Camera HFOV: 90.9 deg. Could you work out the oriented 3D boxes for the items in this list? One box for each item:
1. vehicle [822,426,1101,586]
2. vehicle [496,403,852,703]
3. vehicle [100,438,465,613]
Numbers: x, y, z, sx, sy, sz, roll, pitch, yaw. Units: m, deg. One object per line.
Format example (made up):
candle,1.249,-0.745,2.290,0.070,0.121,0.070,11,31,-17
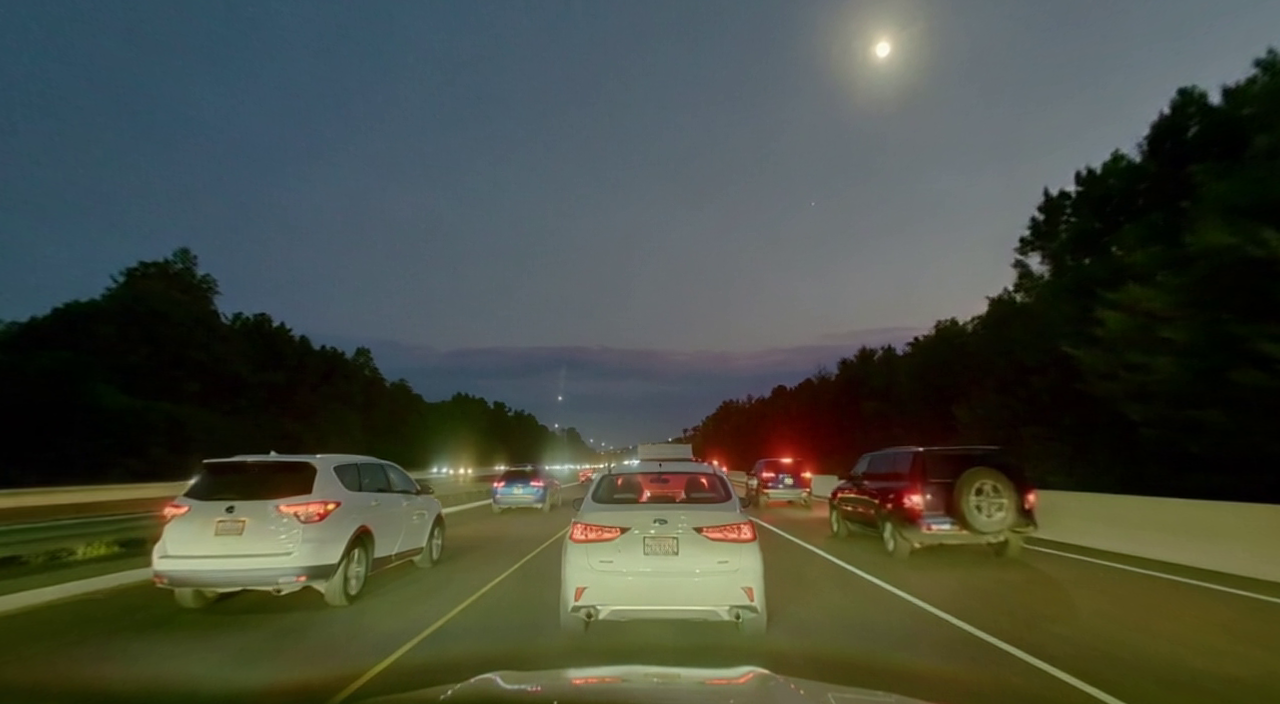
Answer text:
vehicle,4.502,2.253,9.799,1.984,1.876,4.287,1,-11,-1
vehicle,0.193,1.560,5.825,2.057,1.725,4.126,1,-11,0
vehicle,-3.881,1.985,7.964,1.994,1.556,4.263,0,-11,1
